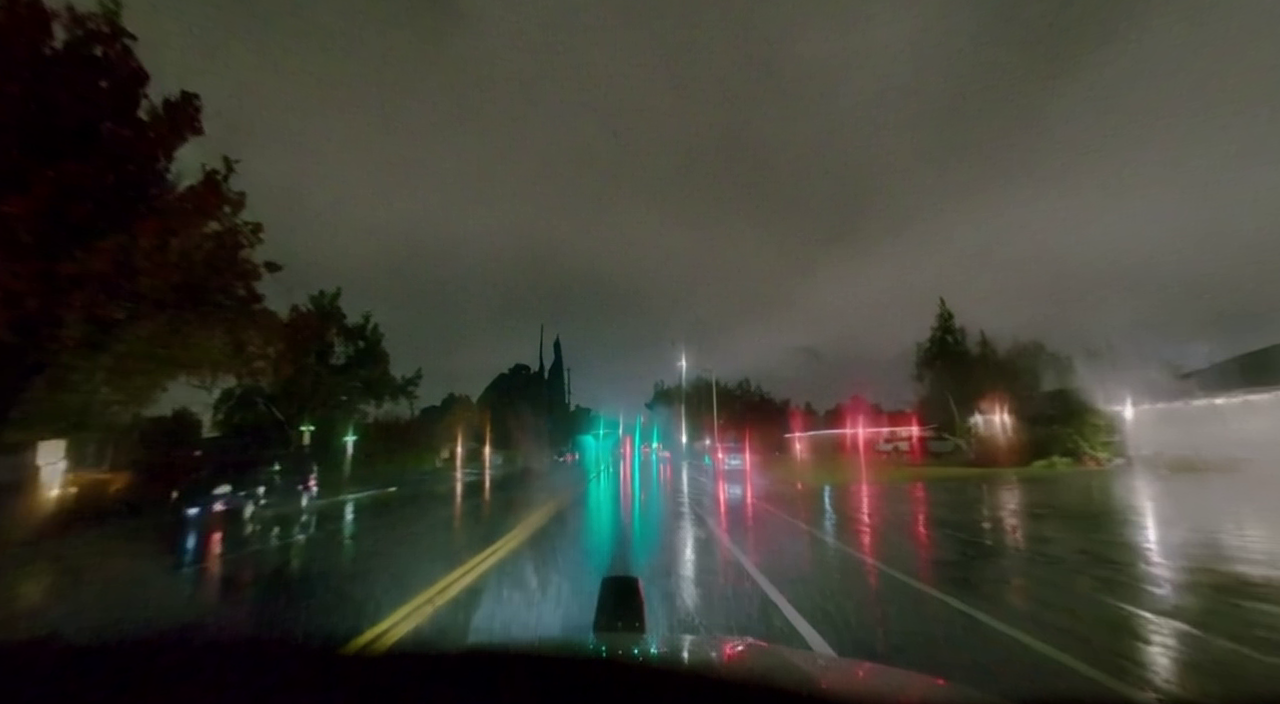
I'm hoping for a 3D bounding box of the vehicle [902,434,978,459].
[{"bbox_3d":[21.388,6.765,45.141,4.536,1.654,1.931,1,-9,-7],"label":"vehicle"}]

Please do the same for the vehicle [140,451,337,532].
[{"bbox_3d":[-11.207,3.850,18.318,2.086,1.711,5.661,-6,-9,-1],"label":"vehicle"}]

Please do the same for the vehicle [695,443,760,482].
[{"bbox_3d":[4.014,5.151,29.800,2.124,1.524,4.698,5,-9,-2],"label":"vehicle"}]
